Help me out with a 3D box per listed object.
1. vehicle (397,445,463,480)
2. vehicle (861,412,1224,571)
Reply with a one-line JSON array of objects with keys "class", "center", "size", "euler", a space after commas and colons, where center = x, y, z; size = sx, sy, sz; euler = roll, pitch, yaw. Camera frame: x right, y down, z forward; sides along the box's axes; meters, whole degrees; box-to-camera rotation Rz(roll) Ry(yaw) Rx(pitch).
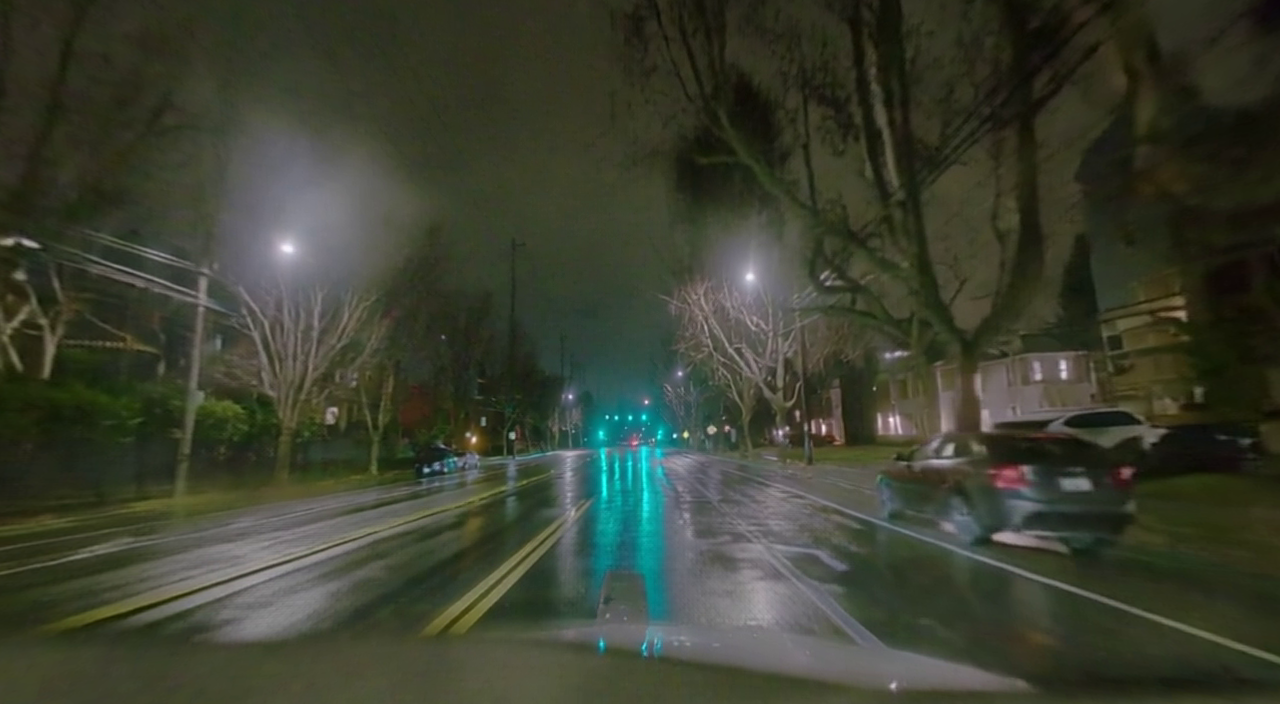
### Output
[{"class": "vehicle", "center": [-11.428, 6.007, 34.722], "size": [2.023, 1.629, 4.822], "euler": [-2, -7, 0]}, {"class": "vehicle", "center": [5.169, 1.834, 9.164], "size": [2.104, 1.687, 4.636], "euler": [0, -8, -1]}]
